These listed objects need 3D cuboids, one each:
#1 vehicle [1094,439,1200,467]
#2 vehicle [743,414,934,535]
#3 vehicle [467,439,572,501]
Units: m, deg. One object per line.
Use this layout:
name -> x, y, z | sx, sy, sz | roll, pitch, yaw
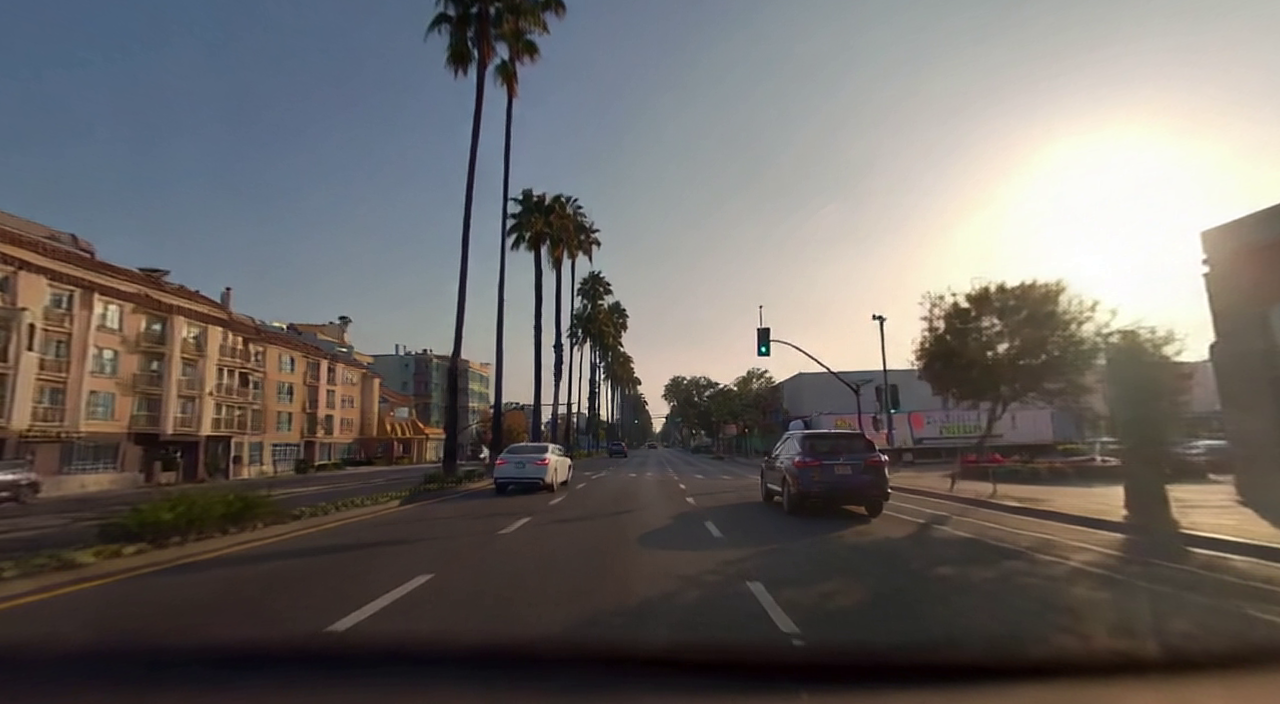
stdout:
vehicle -> 31.668, 6.330, 39.724 | 1.947, 1.539, 5.296 | -2, -8, -4
vehicle -> 3.213, 2.093, 11.290 | 1.982, 1.711, 4.276 | 0, -9, 0
vehicle -> -3.183, 3.199, 17.582 | 2.034, 1.498, 3.995 | -1, -9, 2
